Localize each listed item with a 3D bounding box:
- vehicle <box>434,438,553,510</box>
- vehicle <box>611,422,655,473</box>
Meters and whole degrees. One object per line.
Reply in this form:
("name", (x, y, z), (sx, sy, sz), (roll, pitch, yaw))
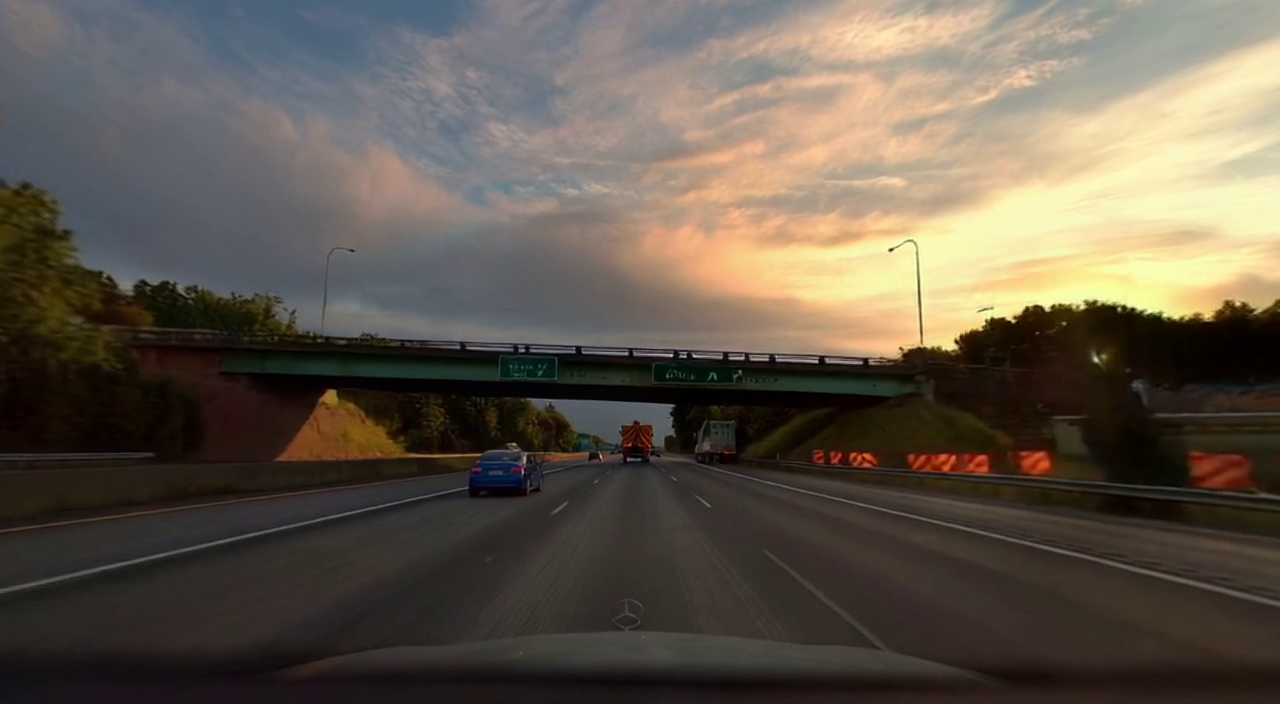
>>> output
("vehicle", (-3.665, 3.136, 16.669), (2.088, 1.643, 4.215), (0, -9, 1))
("vehicle", (-0.494, 6.397, 42.244), (2.672, 3.056, 6.900), (0, -9, -1))
